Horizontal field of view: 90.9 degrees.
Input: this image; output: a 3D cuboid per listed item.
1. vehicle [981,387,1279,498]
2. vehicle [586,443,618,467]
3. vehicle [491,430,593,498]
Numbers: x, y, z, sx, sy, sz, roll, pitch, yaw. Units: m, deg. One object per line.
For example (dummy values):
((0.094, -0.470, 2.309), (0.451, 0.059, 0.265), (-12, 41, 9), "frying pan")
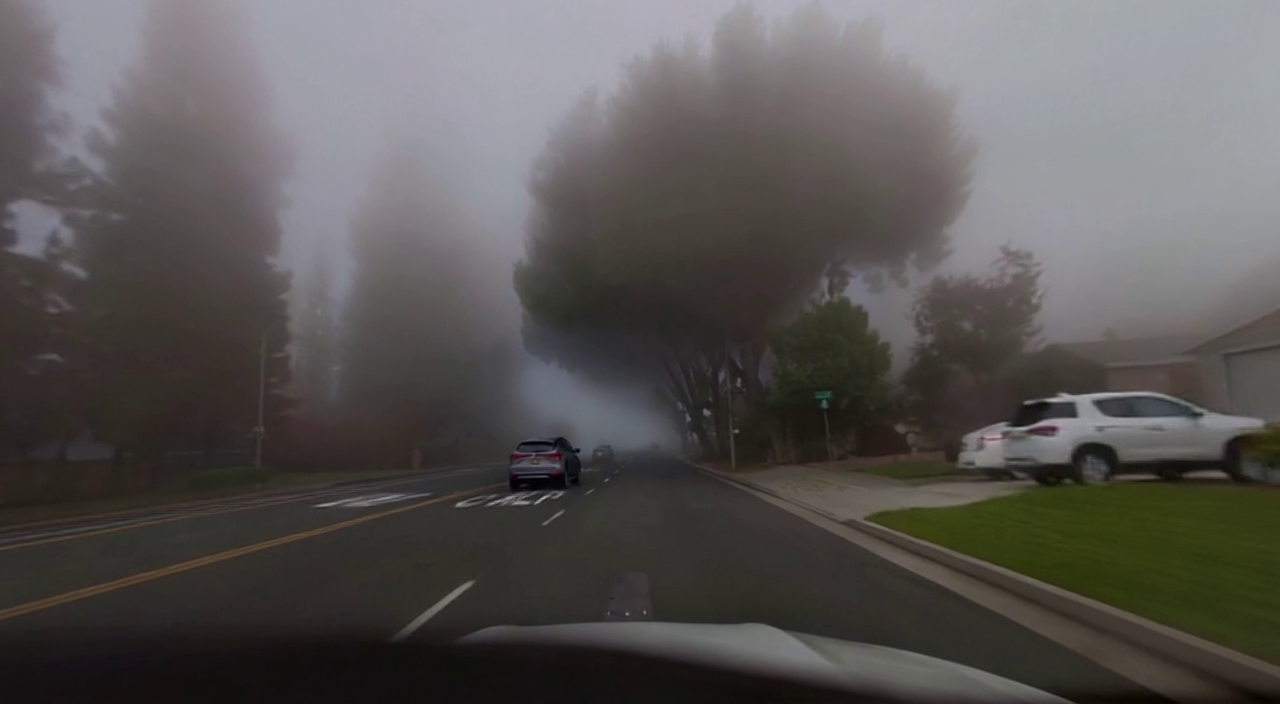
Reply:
((9.954, 1.817, 12.717), (4.944, 2.023, 1.973), (0, -8, 1), "vehicle")
((-2.490, 6.833, 42.013), (1.802, 1.528, 3.490), (0, -9, 1), "vehicle")
((-2.779, 3.311, 18.987), (2.190, 1.766, 4.394), (0, -9, 2), "vehicle")
